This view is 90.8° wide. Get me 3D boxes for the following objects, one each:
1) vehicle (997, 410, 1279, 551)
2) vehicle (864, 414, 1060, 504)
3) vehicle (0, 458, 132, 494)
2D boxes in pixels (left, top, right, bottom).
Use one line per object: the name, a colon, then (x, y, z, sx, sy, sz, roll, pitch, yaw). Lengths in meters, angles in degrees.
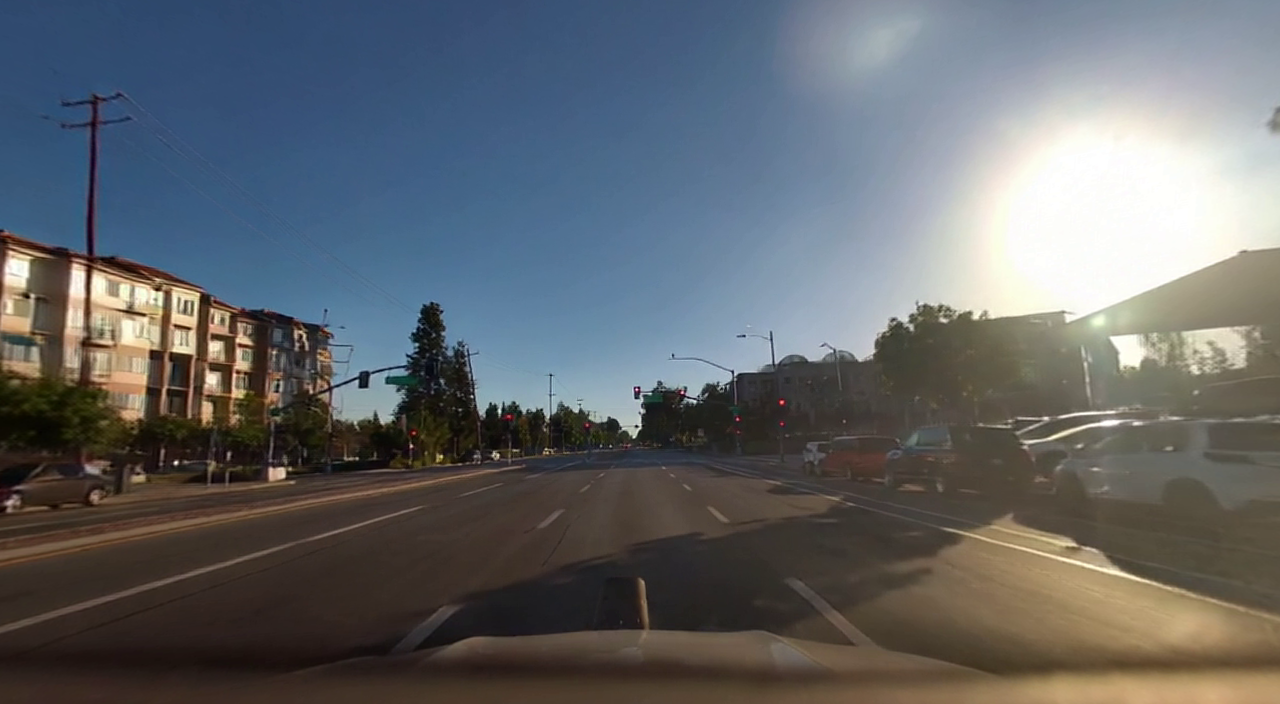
vehicle: (8.016, 1.851, 9.809, 1.987, 1.628, 4.712, 0, -9, -3)
vehicle: (7.706, 2.644, 15.966, 2.130, 1.877, 5.334, 0, -9, 0)
vehicle: (-28.973, 6.163, 31.516, 5.352, 1.644, 2.387, -1, -9, 5)
